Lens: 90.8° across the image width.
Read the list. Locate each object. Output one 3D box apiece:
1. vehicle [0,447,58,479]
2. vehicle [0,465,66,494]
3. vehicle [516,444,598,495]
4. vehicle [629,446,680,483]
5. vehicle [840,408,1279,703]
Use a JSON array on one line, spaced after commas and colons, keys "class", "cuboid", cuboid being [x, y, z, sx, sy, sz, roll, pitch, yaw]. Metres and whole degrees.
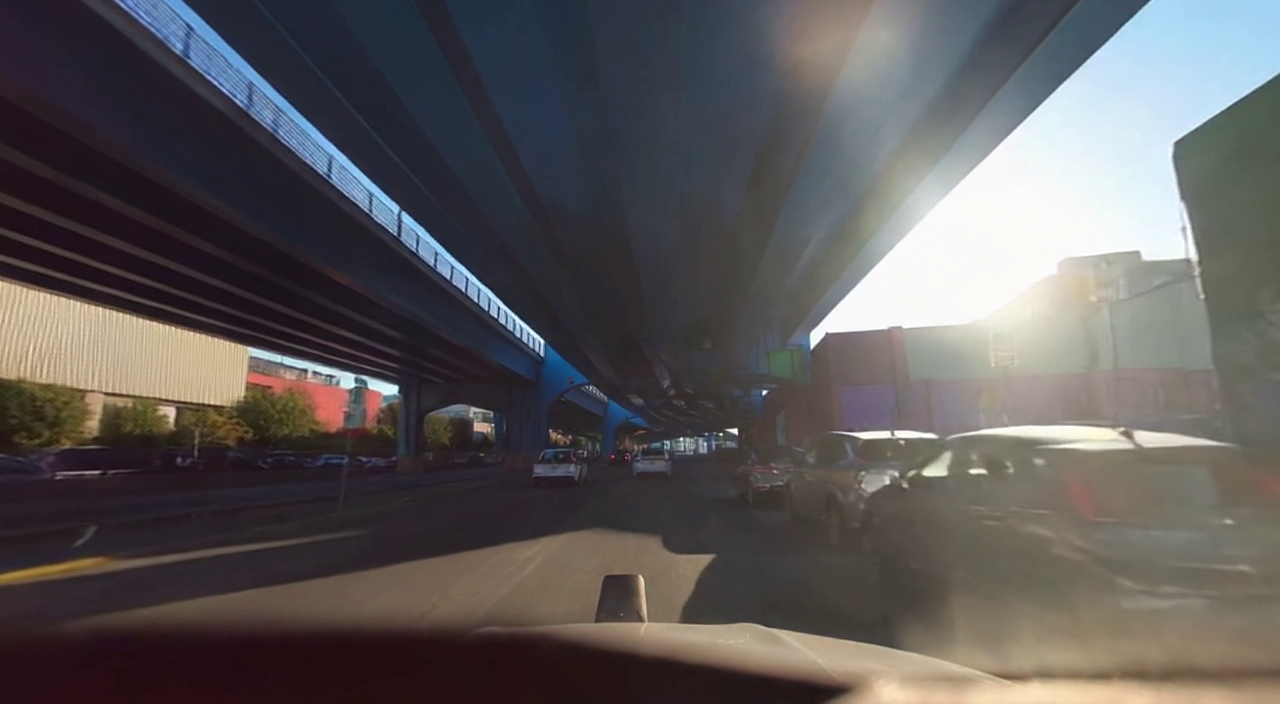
[{"class": "vehicle", "cuboid": [-34.876, 6.111, 34.555, 4.221, 1.638, 2.040, 5, -12, -37]}, {"class": "vehicle", "cuboid": [-35.847, 7.361, 36.430, 3.720, 1.546, 1.922, 6, -11, -34]}, {"class": "vehicle", "cuboid": [-2.681, 3.952, 21.541, 2.024, 1.533, 4.549, -1, -9, 2]}, {"class": "vehicle", "cuboid": [0.670, 5.072, 28.651, 2.155, 1.571, 3.734, -1, -9, 2]}, {"class": "vehicle", "cuboid": [3.282, 1.379, 5.113, 1.983, 1.589, 4.010, 0, -9, 0]}]
